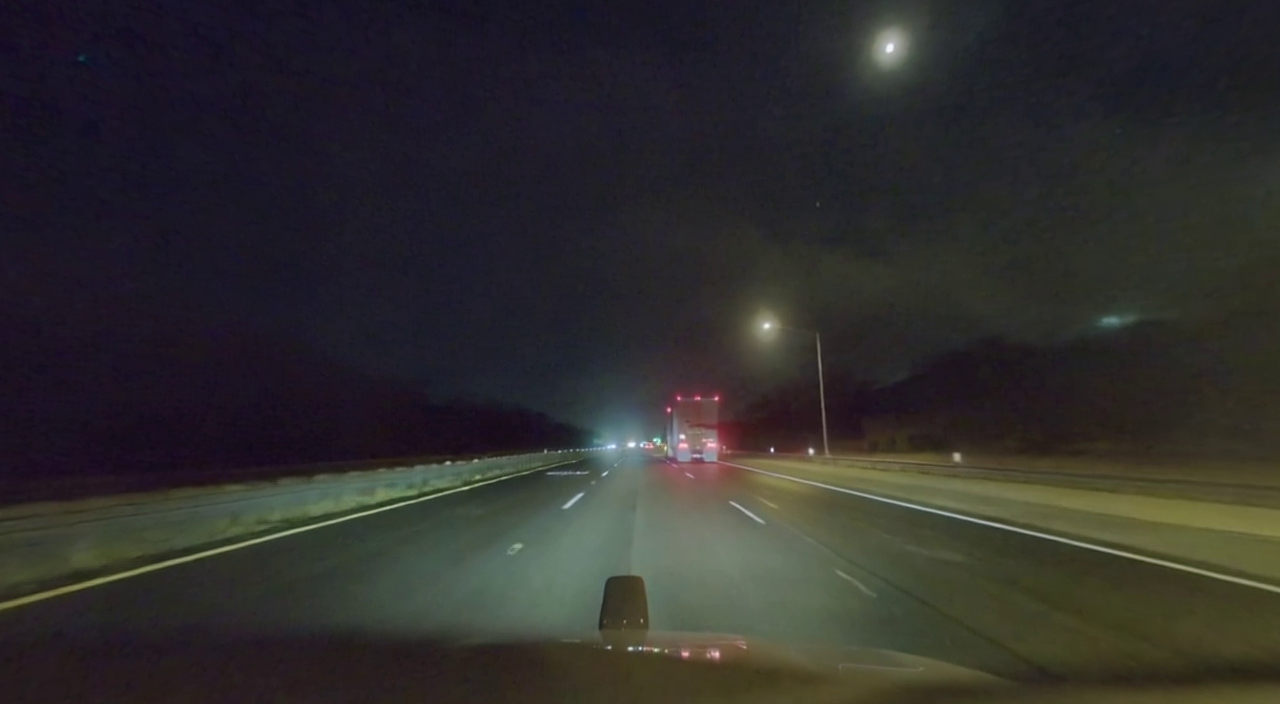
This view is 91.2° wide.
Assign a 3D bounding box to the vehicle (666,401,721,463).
[{"bbox_3d":[3.871,6.343,48.862,2.933,4.100,14.317,0,-8,0],"label":"vehicle"}]
